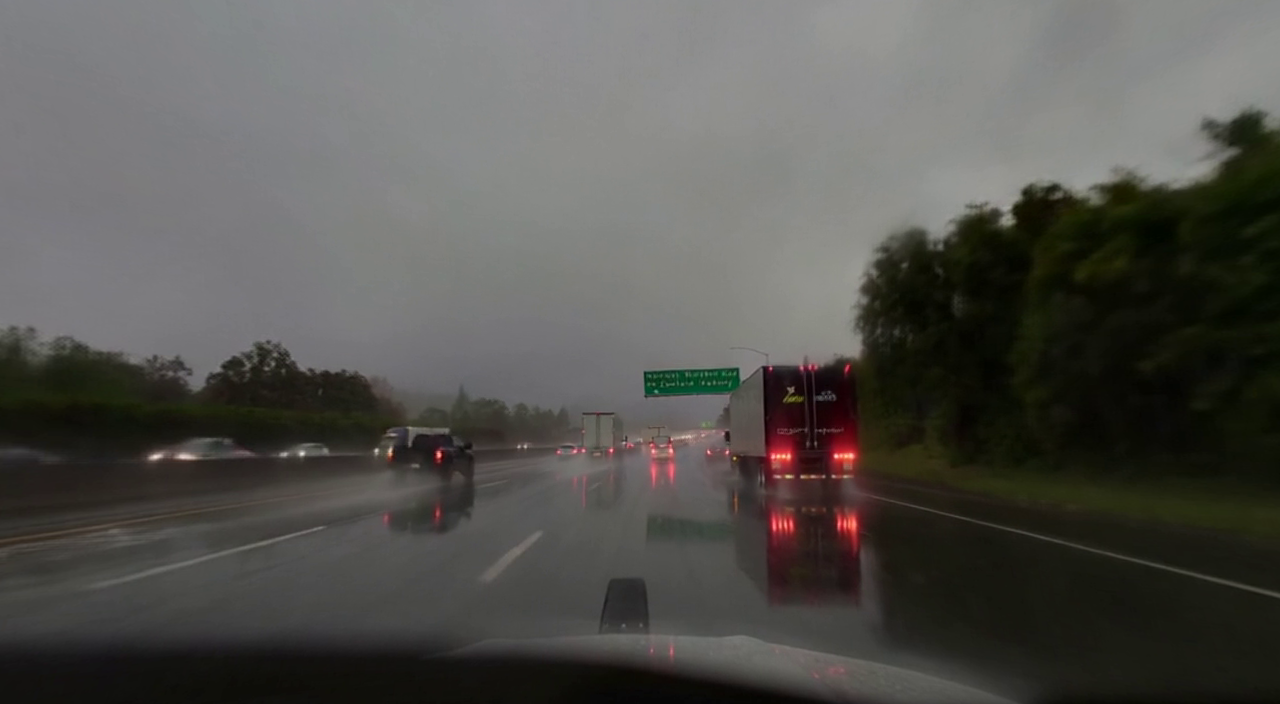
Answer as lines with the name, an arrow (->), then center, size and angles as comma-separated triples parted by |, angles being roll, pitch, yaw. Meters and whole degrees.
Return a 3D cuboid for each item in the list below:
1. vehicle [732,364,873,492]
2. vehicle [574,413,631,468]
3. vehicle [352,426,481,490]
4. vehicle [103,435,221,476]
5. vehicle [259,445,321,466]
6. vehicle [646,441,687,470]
vehicle -> 4.982, 2.632, 21.104 | 2.895, 3.484, 7.631 | 0, -9, 2
vehicle -> -2.235, 5.660, 40.064 | 2.745, 3.156, 7.608 | -1, -9, 3
vehicle -> -7.155, 3.484, 20.977 | 2.272, 1.850, 5.156 | 0, -9, 2
vehicle -> -23.542, 5.099, 31.350 | 1.985, 1.871, 4.730 | 0, -9, 2
vehicle -> -27.088, 8.005, 48.979 | 1.901, 1.466, 4.771 | 0, -9, 2
vehicle -> 1.427, 5.645, 34.562 | 2.105, 1.502, 4.068 | 0, -9, 2
